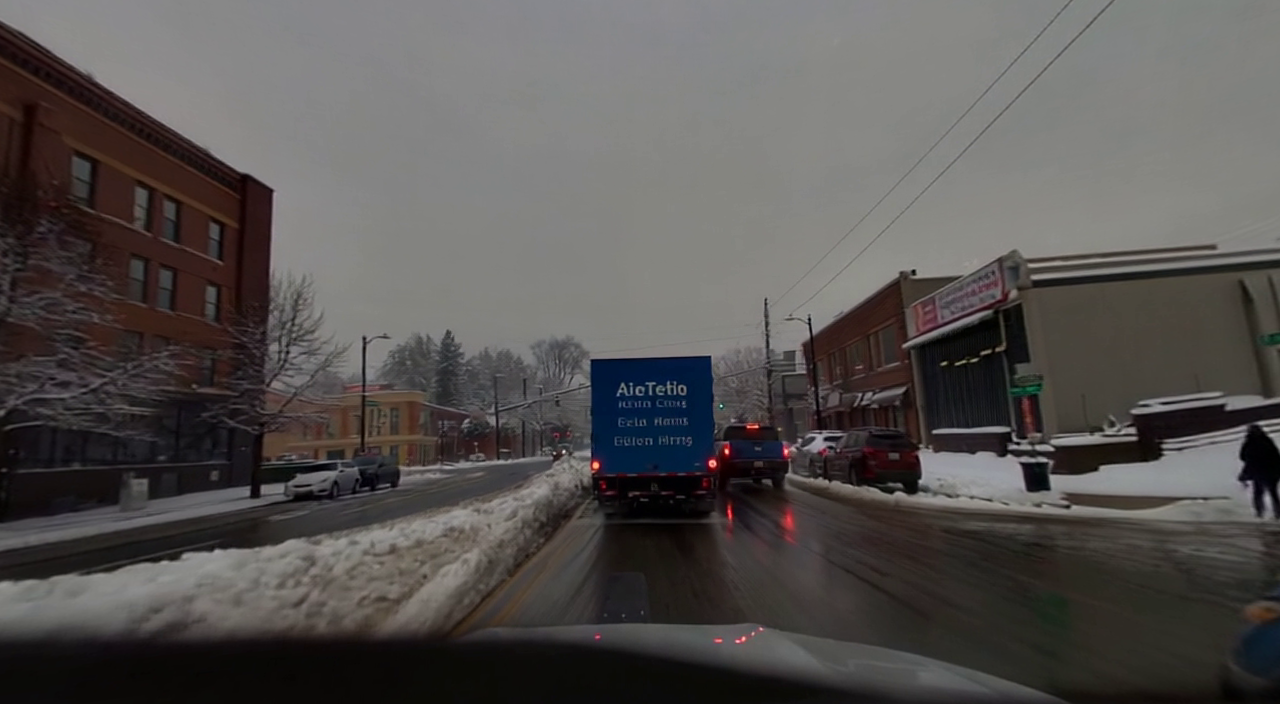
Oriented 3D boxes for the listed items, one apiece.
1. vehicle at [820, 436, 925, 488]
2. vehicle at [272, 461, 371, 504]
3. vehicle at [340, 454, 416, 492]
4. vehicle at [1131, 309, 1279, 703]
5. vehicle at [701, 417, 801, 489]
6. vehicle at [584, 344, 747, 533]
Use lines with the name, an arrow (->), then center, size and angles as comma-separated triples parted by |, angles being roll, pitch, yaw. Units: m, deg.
vehicle -> 7.682, 3.655, 21.224 | 1.951, 1.548, 4.290 | 0, -8, 1
vehicle -> -13.342, 5.478, 26.655 | 1.901, 1.508, 4.405 | 0, -8, 0
vehicle -> -13.193, 6.071, 31.873 | 1.943, 1.682, 4.365 | 0, -8, 0
vehicle -> 3.426, 0.495, 0.706 | 2.104, 1.786, 4.498 | 0, -8, 1
vehicle -> 3.455, 3.289, 20.741 | 2.346, 2.062, 5.236 | 0, -8, 0
vehicle -> 0.284, 1.773, 12.920 | 2.517, 2.926, 6.177 | 0, -8, -2
